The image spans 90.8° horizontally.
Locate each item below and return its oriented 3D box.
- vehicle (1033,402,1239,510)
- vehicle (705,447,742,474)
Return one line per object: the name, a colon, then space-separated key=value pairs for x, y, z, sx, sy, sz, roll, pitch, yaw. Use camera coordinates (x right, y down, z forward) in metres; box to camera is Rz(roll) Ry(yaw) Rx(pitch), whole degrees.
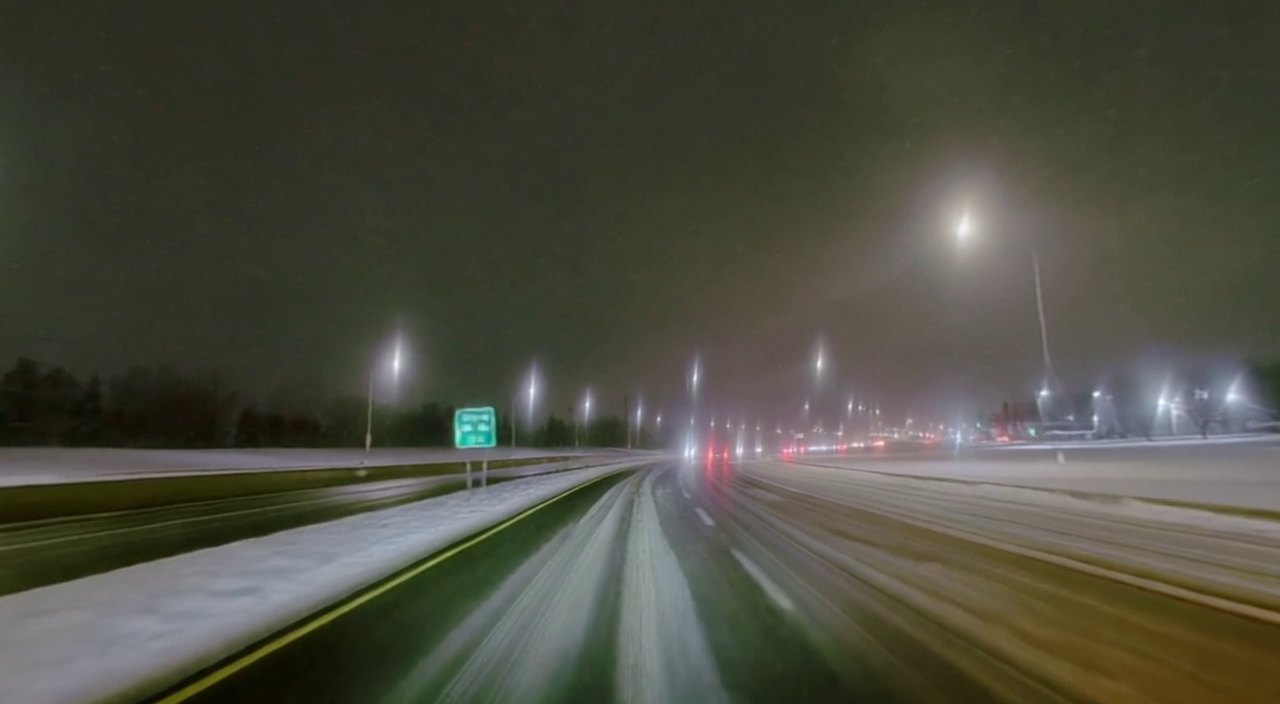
vehicle: x=12.545 y=2.668 z=16.302 sx=3.055 sy=2.511 sz=2.572 roll=-1 pitch=-9 yaw=5
vehicle: x=5.063 y=6.613 z=38.745 sx=1.874 sy=1.506 sz=4.116 roll=-1 pitch=-9 yaw=3
